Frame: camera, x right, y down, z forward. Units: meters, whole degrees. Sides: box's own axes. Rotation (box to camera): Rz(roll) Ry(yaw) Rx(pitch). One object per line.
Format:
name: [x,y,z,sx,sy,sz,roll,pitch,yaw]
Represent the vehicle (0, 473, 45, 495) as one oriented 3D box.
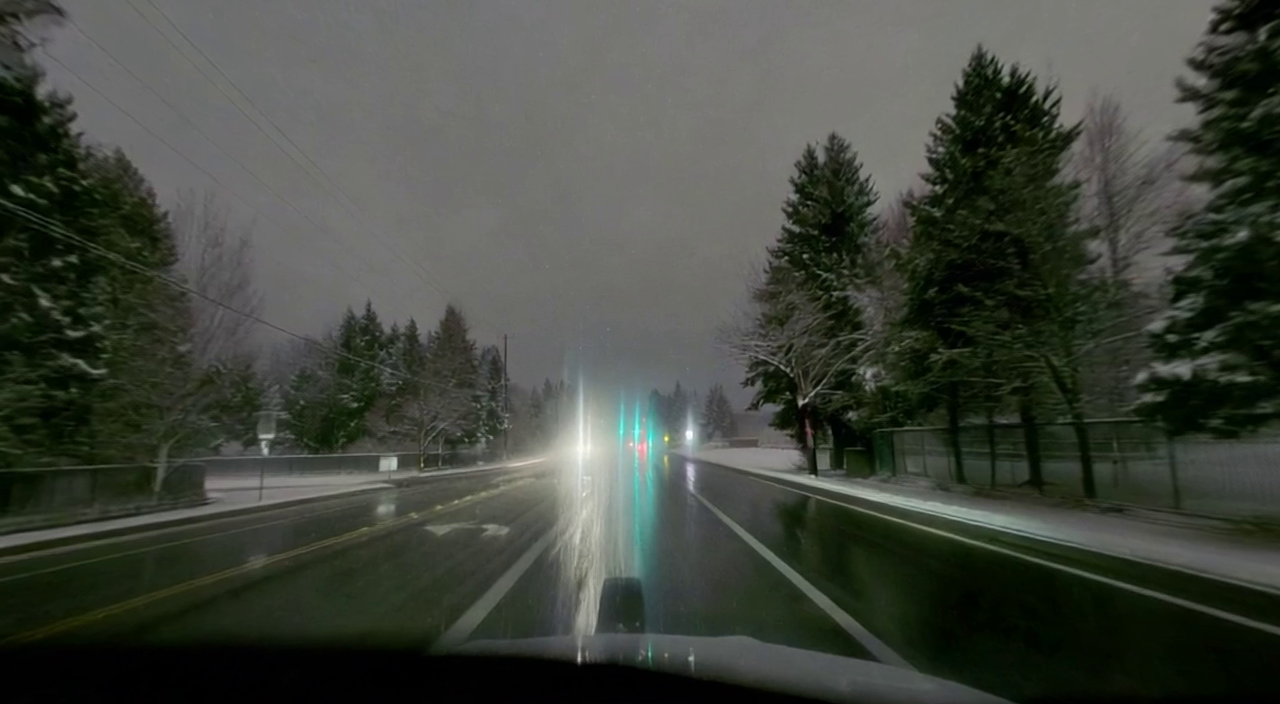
vehicle: [-48.586,10.325,49.508,3.971,1.484,1.903,-6,-10,35]
